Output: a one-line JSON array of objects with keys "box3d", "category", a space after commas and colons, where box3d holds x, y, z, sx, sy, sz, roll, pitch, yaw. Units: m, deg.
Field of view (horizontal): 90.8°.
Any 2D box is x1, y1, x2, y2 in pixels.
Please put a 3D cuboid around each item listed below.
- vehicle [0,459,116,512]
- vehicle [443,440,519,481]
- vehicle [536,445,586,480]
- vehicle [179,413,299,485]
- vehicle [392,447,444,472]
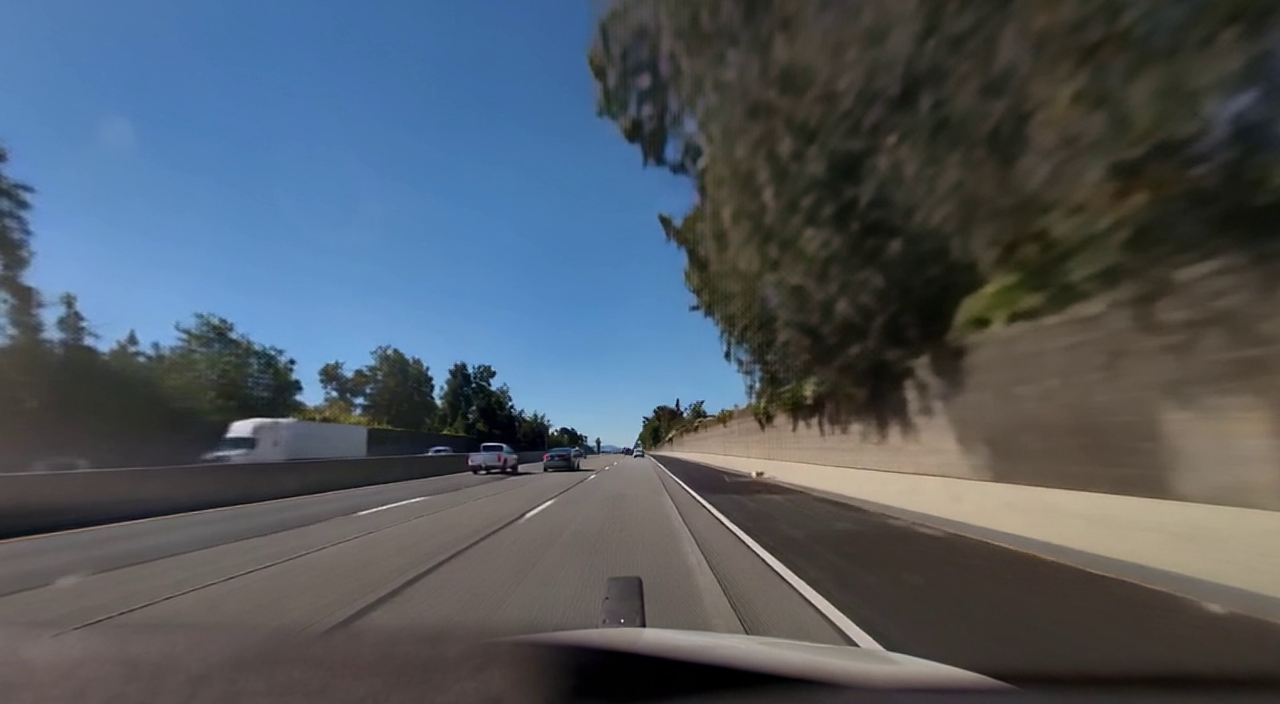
[{"box3d": [-19.697, 4.241, 20.311, 1.803, 1.474, 4.460, 0, -9, 0], "category": "vehicle"}, {"box3d": [-7.197, 4.989, 29.181, 2.173, 1.722, 4.869, 0, -9, 1], "category": "vehicle"}, {"box3d": [-3.705, 5.239, 30.152, 1.893, 1.521, 3.742, 0, -9, 0], "category": "vehicle"}, {"box3d": [-23.686, 5.776, 37.772, 3.078, 3.930, 5.988, 0, -9, 0], "category": "vehicle"}, {"box3d": [-16.512, 8.013, 47.197, 2.032, 1.783, 4.980, 0, -9, 1], "category": "vehicle"}]
